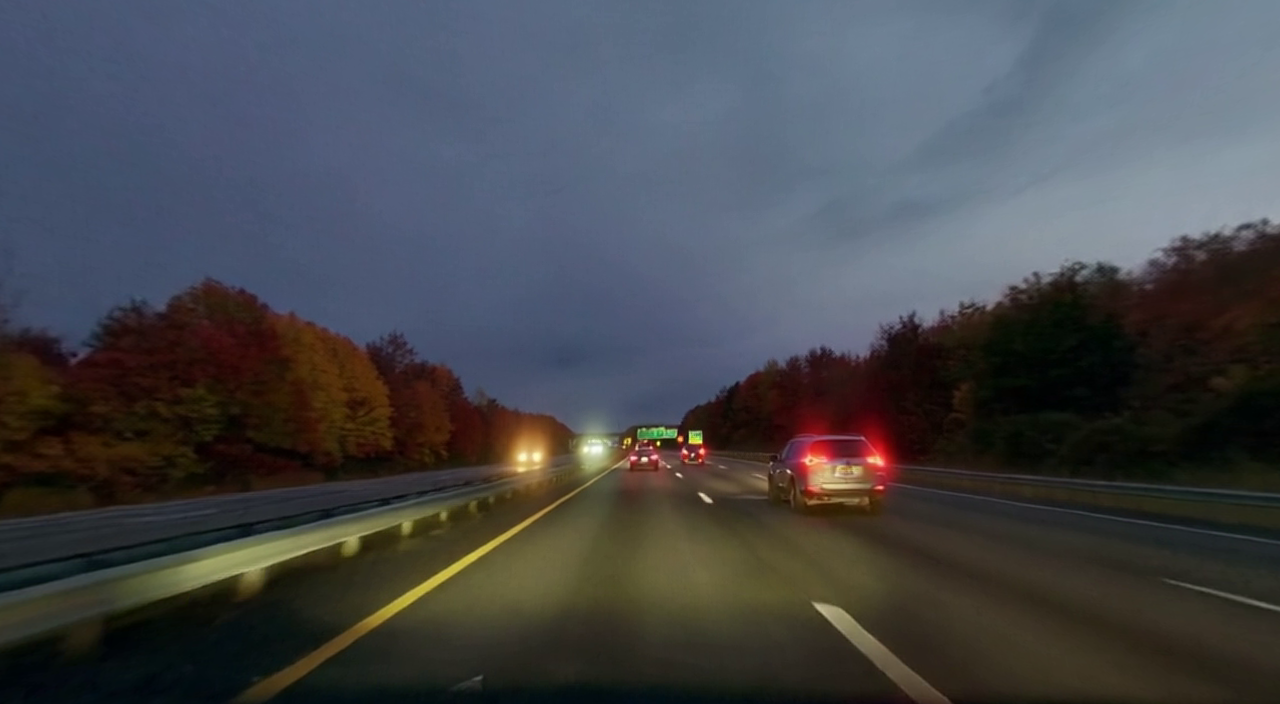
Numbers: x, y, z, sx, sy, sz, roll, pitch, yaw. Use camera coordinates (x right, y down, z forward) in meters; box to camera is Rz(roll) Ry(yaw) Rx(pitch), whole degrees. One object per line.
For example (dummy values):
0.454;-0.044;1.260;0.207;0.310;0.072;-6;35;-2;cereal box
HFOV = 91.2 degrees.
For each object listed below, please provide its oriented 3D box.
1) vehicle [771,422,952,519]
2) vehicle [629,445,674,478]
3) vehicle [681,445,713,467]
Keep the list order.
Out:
4.462;2.484;13.539;2.250;1.718;4.358;0;-9;0;vehicle
0.511;5.221;30.093;2.037;1.418;3.793;0;-9;0;vehicle
4.055;7.491;45.244;1.959;1.528;4.207;0;-9;0;vehicle
